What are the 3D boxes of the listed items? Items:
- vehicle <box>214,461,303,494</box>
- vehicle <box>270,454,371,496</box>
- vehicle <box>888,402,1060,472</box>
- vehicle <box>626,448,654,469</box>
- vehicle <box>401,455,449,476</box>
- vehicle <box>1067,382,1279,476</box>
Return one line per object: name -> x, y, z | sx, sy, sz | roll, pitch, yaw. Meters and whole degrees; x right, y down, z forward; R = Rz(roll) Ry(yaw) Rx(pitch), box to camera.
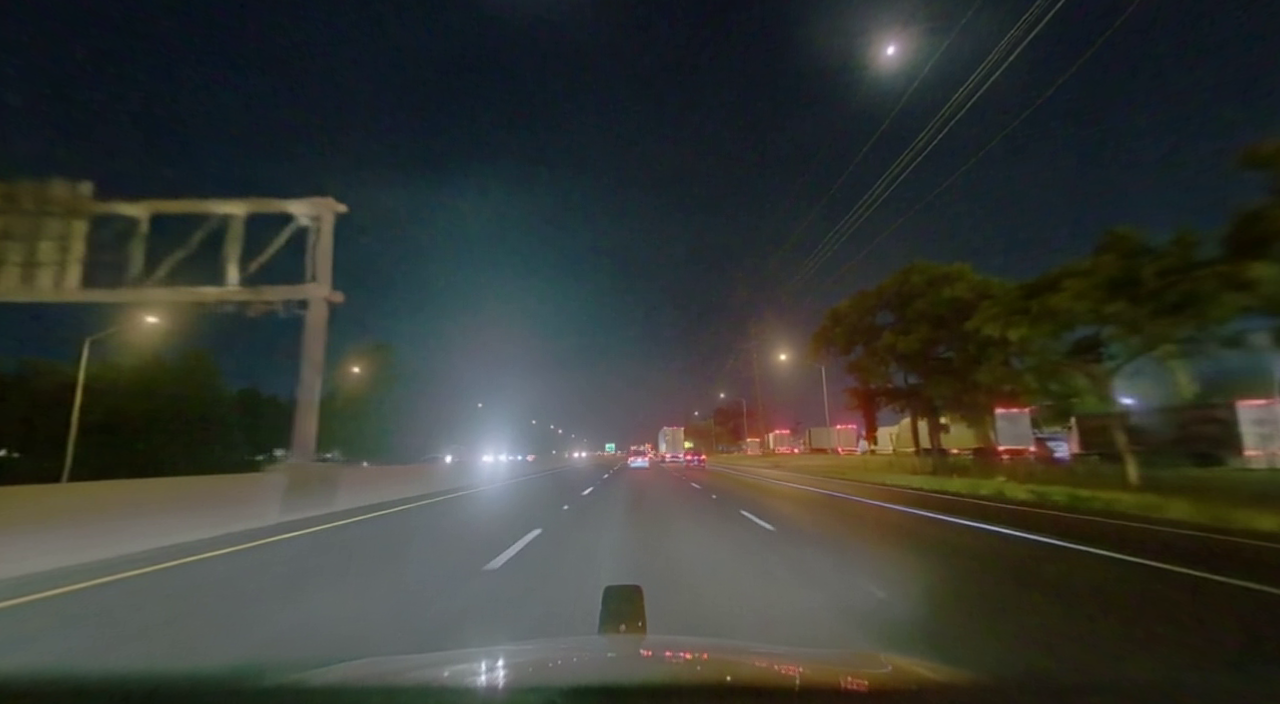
vehicle -> -19.379, 6.357, 32.279 | 1.806, 1.470, 4.392 | 0, -9, 0
vehicle -> -11.800, 4.546, 23.557 | 1.741, 1.402, 3.772 | 0, -9, 1
vehicle -> 23.806, 6.534, 47.202 | 2.915, 4.218, 17.329 | 0, -9, -2
vehicle -> -0.016, 8.221, 48.768 | 2.111, 1.599, 3.859 | 0, -9, 0
vehicle -> -15.798, 8.345, 46.598 | 1.876, 1.435, 4.433 | -1, -9, 2
vehicle -> 31.660, 4.744, 37.125 | 3.055, 4.465, 14.288 | 0, -9, 1
